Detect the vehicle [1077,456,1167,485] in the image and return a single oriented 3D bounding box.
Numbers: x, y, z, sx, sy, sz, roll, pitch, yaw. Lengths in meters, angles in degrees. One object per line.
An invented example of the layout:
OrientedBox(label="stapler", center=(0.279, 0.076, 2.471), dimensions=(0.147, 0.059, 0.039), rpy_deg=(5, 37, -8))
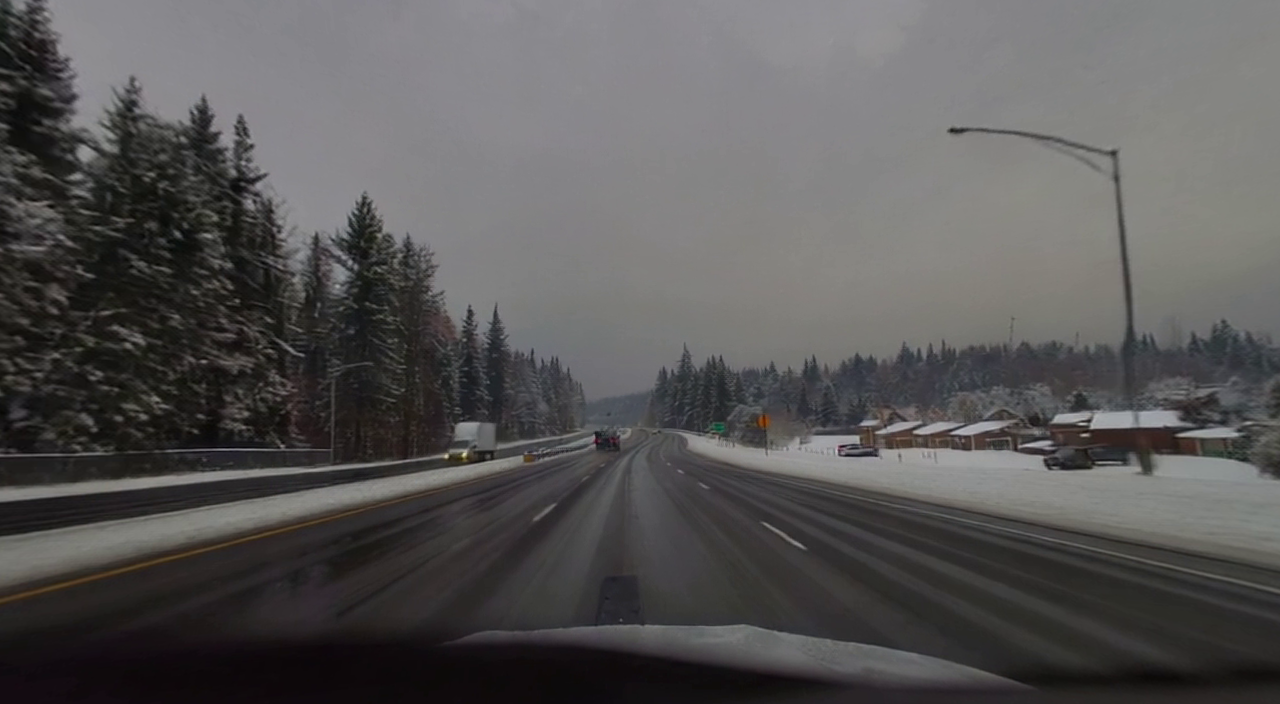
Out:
OrientedBox(label="vehicle", center=(35.366, 8.645, 46.383), dimensions=(5.275, 1.756, 2.198), rpy_deg=(0, -6, -11))
